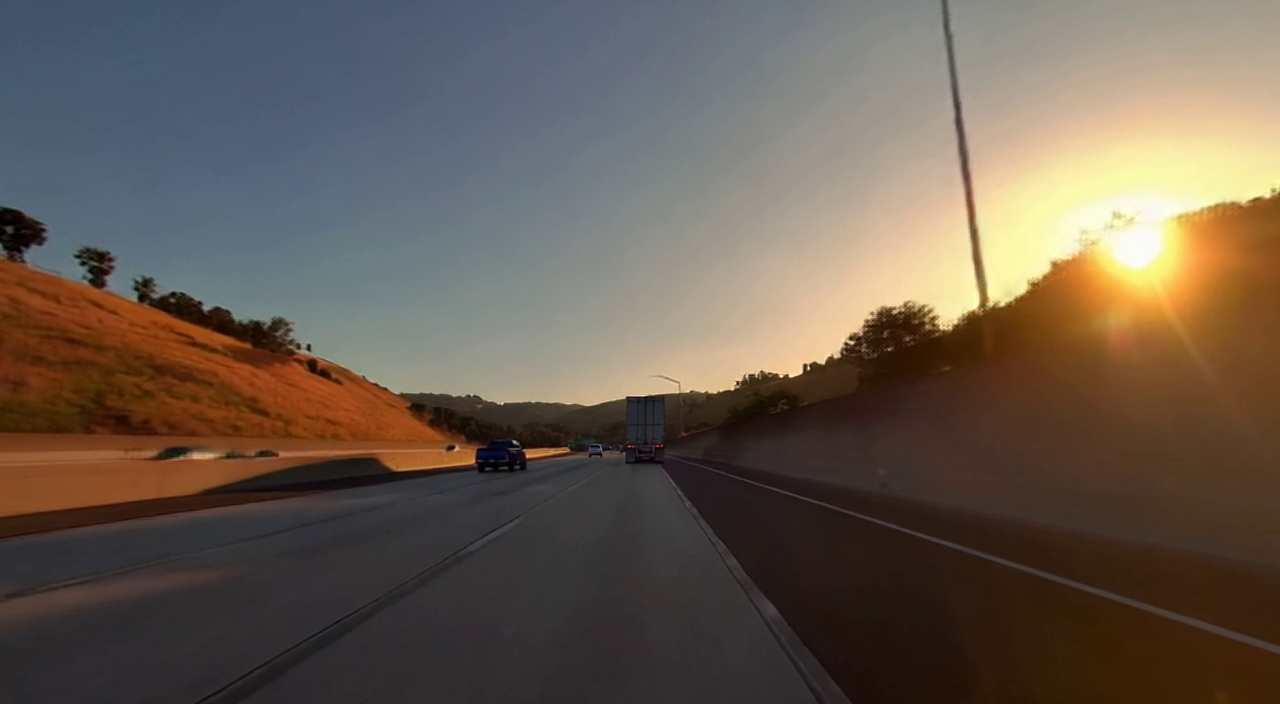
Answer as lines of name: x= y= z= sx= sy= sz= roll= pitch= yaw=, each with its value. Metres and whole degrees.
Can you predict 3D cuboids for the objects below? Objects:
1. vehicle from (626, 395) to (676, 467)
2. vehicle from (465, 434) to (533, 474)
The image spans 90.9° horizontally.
vehicle: x=0.730 y=5.791 z=45.110 sx=2.951 sy=4.229 sz=15.519 roll=0 pitch=-8 yaw=0
vehicle: x=-6.965 y=5.106 z=31.811 sx=2.113 sy=1.837 sz=5.339 roll=0 pitch=-8 yaw=1
